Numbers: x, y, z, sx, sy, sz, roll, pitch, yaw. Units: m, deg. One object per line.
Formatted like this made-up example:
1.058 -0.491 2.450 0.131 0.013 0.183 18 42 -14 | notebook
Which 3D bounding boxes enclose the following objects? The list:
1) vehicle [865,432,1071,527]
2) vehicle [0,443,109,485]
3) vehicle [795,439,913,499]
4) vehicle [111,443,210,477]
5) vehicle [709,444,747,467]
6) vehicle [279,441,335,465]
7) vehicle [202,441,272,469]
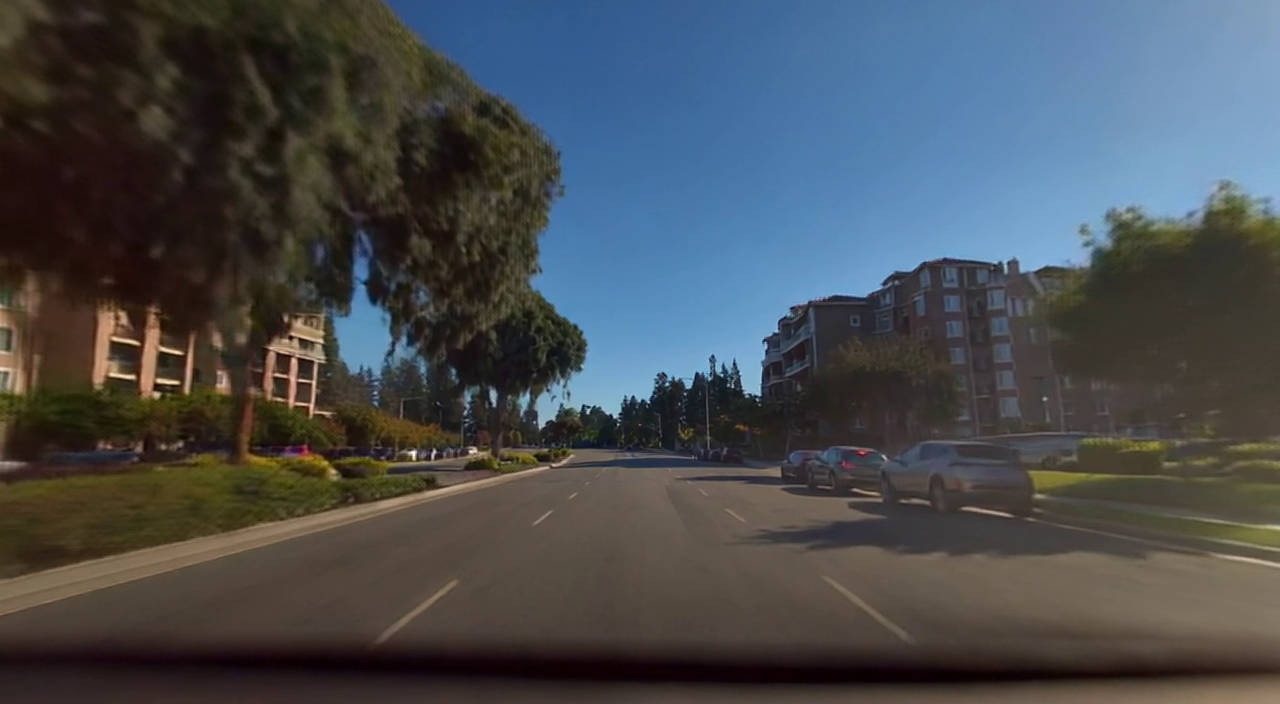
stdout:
6.719 2.634 13.591 2.078 1.699 4.292 0 -9 -1 | vehicle
-25.961 4.770 27.214 1.996 1.650 4.382 0 -9 2 | vehicle
6.634 3.663 20.164 2.060 1.672 4.556 0 -9 -1 | vehicle
-25.777 5.808 34.050 1.945 1.694 4.329 0 -9 0 | vehicle
6.281 7.397 45.295 2.056 1.528 4.816 0 -9 0 | vehicle
-25.456 7.781 48.275 2.000 1.696 4.318 0 -9 -1 | vehicle
-25.922 6.632 40.637 1.781 1.666 4.238 0 -9 -2 | vehicle
